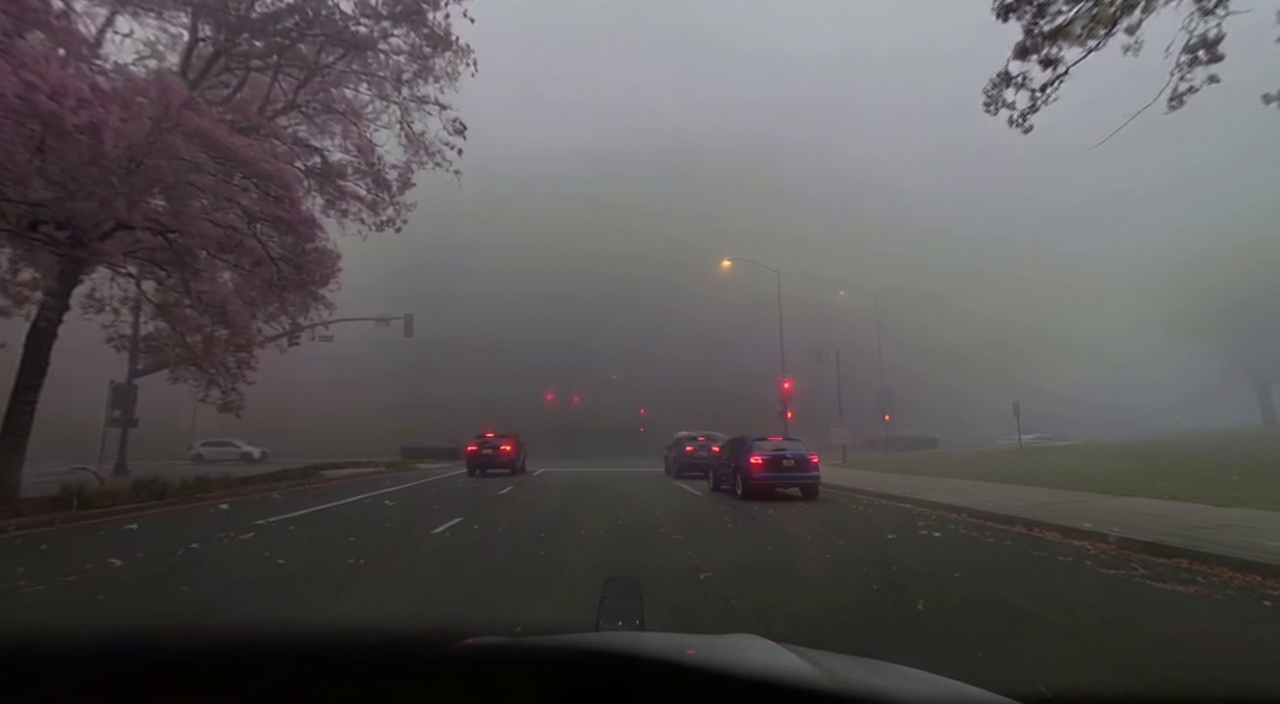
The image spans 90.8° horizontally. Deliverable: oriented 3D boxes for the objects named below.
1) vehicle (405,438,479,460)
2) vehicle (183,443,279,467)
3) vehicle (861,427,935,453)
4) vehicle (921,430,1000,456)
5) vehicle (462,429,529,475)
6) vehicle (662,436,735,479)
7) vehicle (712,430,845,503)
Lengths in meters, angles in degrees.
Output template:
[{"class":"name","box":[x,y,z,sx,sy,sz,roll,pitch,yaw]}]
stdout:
[{"class":"vehicle","box":[-13.655,6.695,43.695,4.549,1.439,1.794,1,-8,-5]},{"class":"vehicle","box":[-25.346,6.387,39.300,4.526,1.452,1.920,1,-8,-5]},{"class":"vehicle","box":[18.834,6.438,46.243,4.567,1.810,1.880,1,-8,-5]},{"class":"vehicle","box":[20.544,5.830,40.594,4.089,1.588,1.808,1,-8,-5]},{"class":"vehicle","box":[-5.834,4.077,26.011,1.995,1.703,4.367,0,-8,-4]},{"class":"vehicle","box":[2.099,3.930,23.861,2.007,1.466,4.291,1,-8,-5]},{"class":"vehicle","box":[3.203,2.758,15.640,2.019,1.518,4.285,1,-8,-5]}]
